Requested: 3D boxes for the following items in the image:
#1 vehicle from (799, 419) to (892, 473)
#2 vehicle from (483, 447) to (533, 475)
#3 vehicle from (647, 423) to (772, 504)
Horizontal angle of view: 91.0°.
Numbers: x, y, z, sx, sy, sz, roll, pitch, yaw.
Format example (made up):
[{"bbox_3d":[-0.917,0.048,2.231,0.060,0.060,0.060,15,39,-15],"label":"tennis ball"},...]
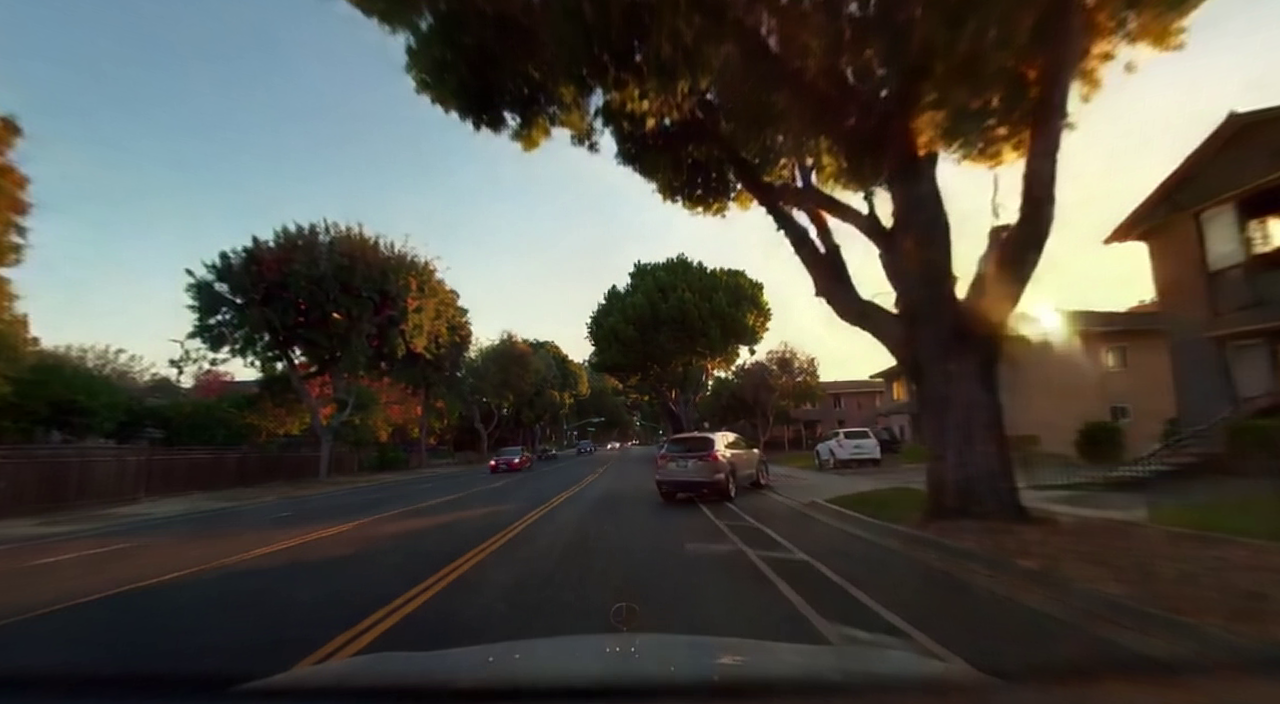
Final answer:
[{"bbox_3d":[8.308,3.915,26.038,2.007,1.803,4.835,-5,-9,-1],"label":"vehicle"},{"bbox_3d":[-7.467,6.181,36.054,1.894,1.476,4.429,0,-8,1],"label":"vehicle"},{"bbox_3d":[2.080,2.975,17.303,2.268,1.862,4.724,-3,-9,21],"label":"vehicle"}]
